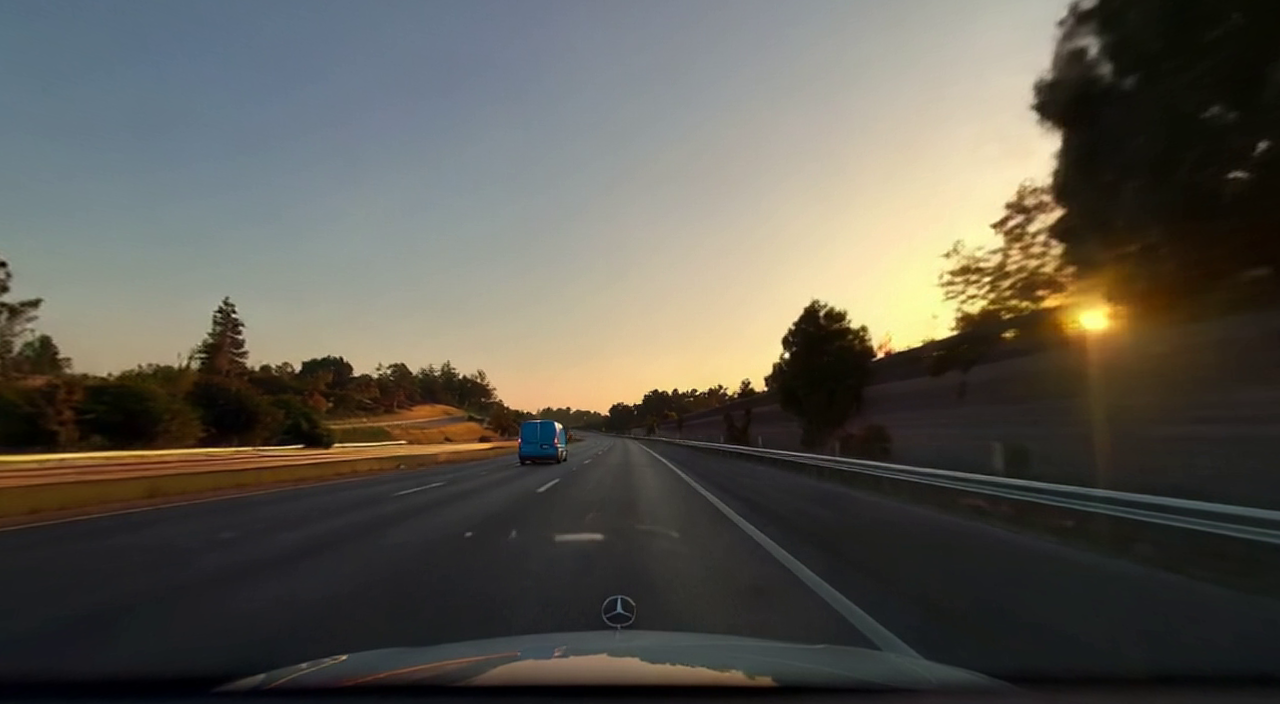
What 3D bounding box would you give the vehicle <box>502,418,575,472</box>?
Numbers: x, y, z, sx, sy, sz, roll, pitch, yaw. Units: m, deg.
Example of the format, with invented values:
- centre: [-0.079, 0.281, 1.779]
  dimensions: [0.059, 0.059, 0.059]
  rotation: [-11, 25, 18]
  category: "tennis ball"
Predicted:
- centre: [-4.195, 3.949, 26.897]
  dimensions: [2.309, 2.053, 4.884]
  rotation: [0, -8, 0]
  category: "vehicle"
